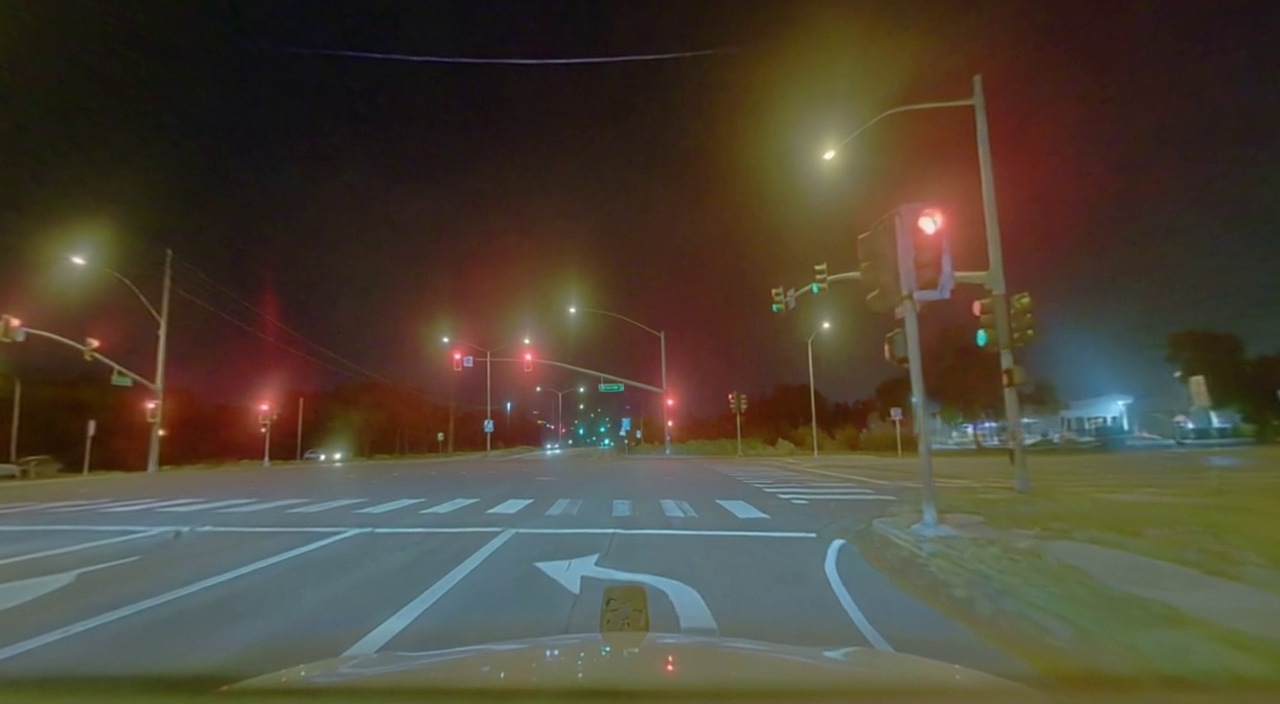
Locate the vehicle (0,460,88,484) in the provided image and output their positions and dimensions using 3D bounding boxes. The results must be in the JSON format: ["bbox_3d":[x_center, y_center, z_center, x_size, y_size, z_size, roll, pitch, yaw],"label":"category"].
[{"bbox_3d":[-36.821,7.386,38.933,3.748,1.389,1.656,0,-8,0],"label":"vehicle"}]
